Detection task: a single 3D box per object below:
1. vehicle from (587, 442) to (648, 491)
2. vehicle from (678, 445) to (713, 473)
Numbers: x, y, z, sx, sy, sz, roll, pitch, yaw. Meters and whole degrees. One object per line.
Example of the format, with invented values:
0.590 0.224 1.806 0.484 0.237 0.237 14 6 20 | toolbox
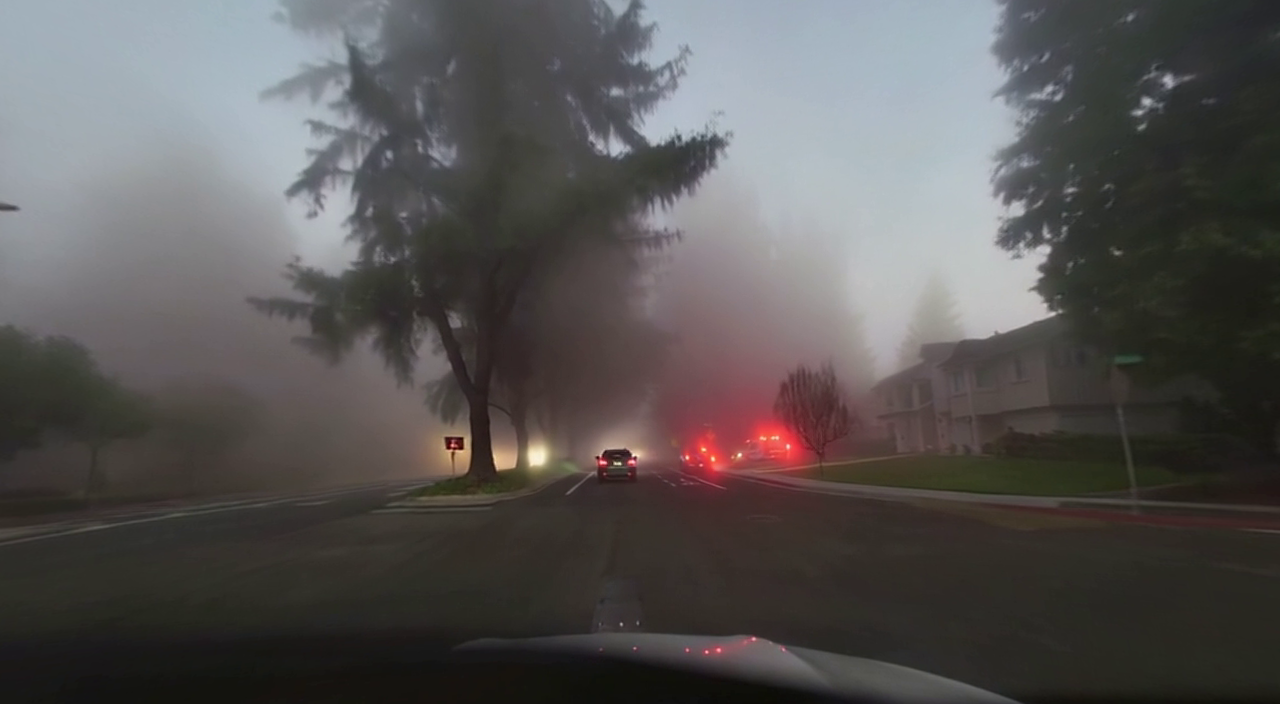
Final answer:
-0.814 4.219 23.640 2.106 1.655 3.717 0 -8 -1 | vehicle
3.729 7.205 42.953 2.045 1.776 4.851 0 -8 1 | vehicle
